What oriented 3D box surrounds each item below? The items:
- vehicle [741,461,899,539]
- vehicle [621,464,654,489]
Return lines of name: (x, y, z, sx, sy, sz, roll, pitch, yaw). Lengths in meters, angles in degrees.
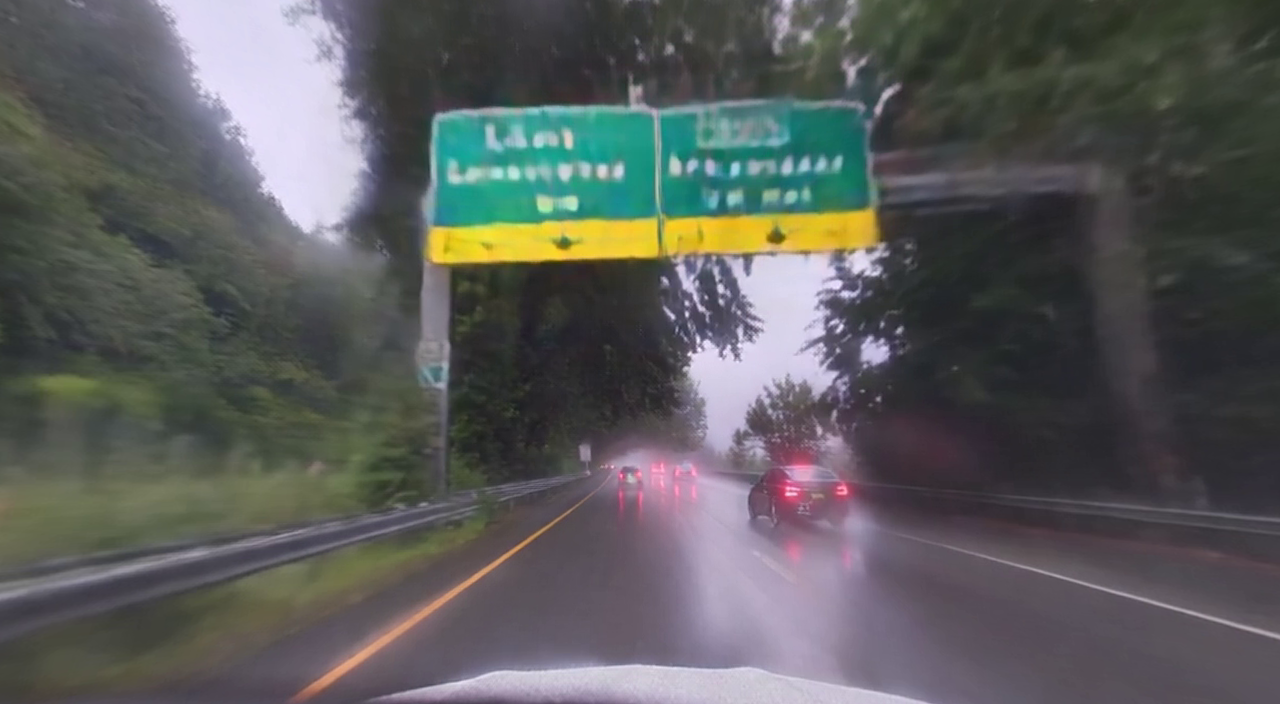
vehicle: (3.800, 3.260, 14.387, 2.018, 1.426, 4.941, 1, -11, -2)
vehicle: (-0.193, 8.065, 40.797, 1.980, 1.483, 3.865, 1, -10, -1)
